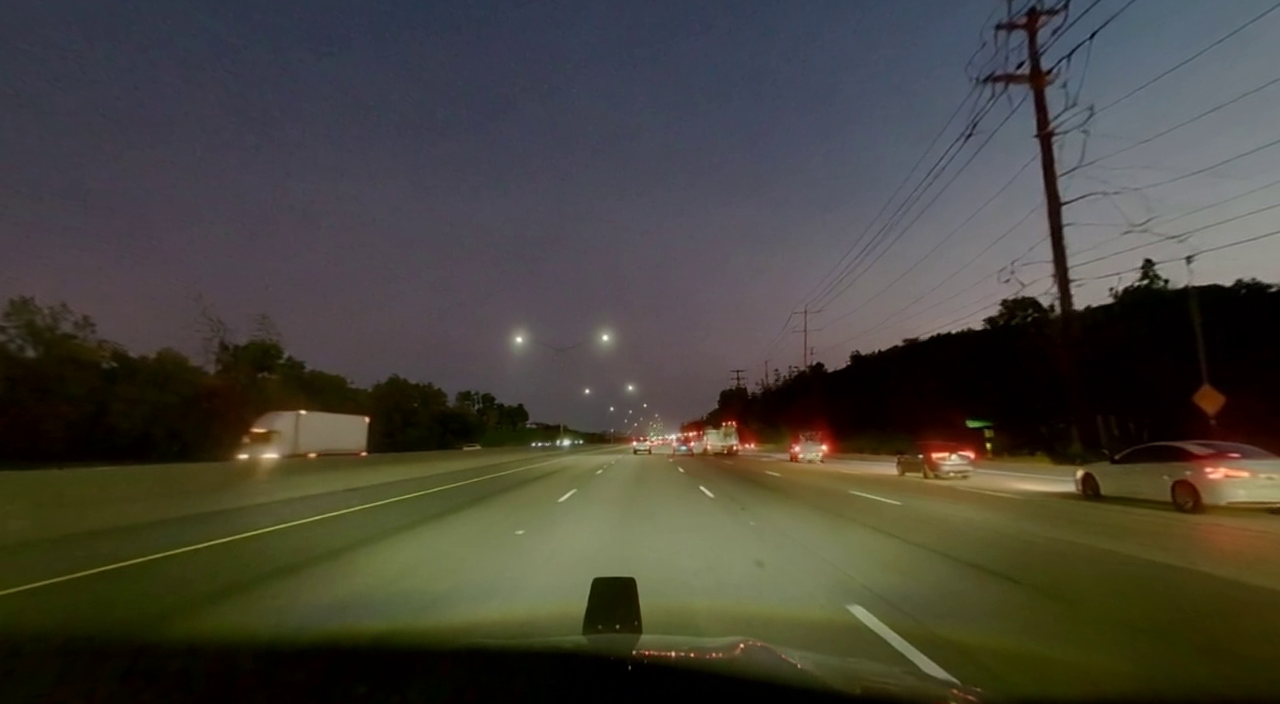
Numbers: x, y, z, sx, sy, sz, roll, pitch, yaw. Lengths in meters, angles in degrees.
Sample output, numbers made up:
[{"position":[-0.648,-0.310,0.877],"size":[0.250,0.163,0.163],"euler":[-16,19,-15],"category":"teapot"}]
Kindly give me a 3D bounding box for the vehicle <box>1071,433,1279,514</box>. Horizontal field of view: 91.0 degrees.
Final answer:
[{"position":[12.128,2.563,13.840],"size":[2.076,1.470,4.644],"euler":[0,-8,1],"category":"vehicle"}]

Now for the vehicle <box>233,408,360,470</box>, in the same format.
[{"position":[-24.635,6.434,46.238],"size":[2.978,4.010,11.230],"euler":[0,-8,0],"category":"vehicle"}]

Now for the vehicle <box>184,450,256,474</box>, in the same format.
[{"position":[-28.502,7.438,42.839],"size":[1.947,1.483,4.263],"euler":[0,-8,0],"category":"vehicle"}]
